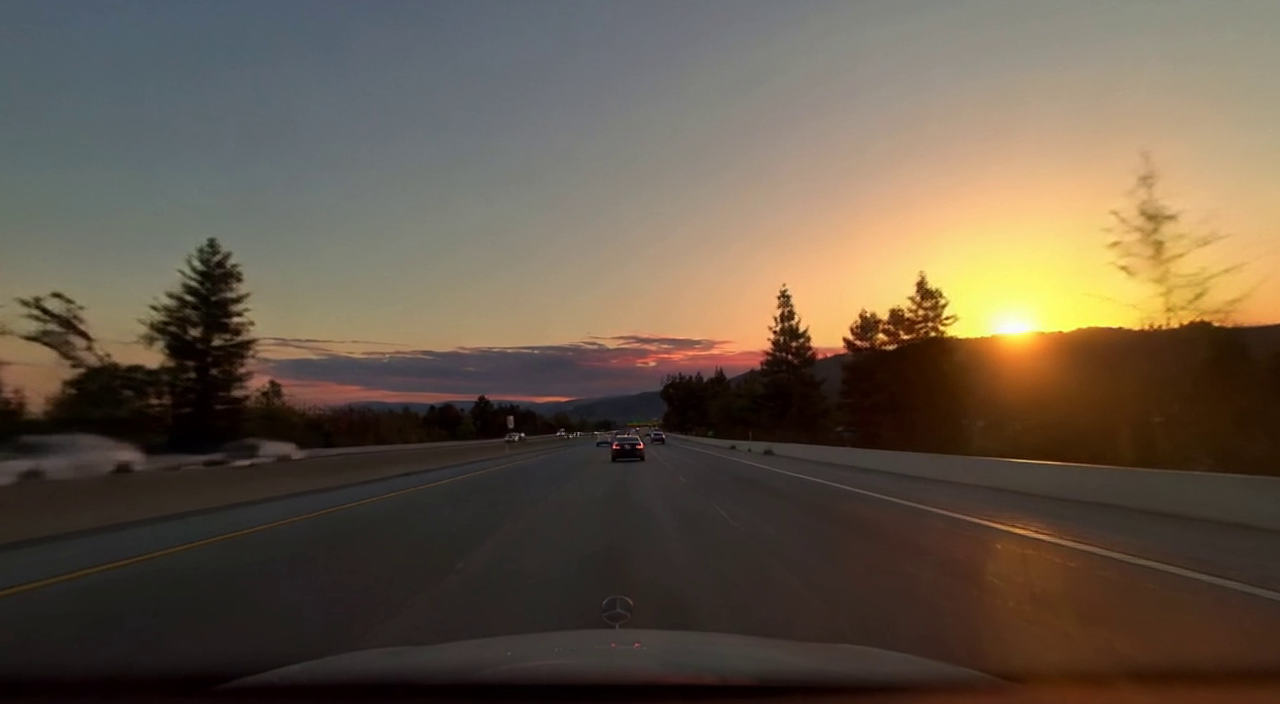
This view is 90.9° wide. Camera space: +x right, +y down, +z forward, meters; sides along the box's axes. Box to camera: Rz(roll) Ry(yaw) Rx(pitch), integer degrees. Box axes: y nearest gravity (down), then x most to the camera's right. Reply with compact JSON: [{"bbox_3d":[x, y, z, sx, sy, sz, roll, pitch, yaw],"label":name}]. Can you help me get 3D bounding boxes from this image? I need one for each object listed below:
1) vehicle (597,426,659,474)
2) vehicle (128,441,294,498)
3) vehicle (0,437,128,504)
[{"bbox_3d":[-0.426,3.561,23.079,2.094,1.600,3.666,0,-8,-1],"label":"vehicle"},{"bbox_3d":[-12.561,3.413,18.875,1.907,1.444,4.397,0,-8,-1],"label":"vehicle"},{"bbox_3d":[-16.273,3.044,16.666,2.034,1.584,4.118,0,-8,-1],"label":"vehicle"}]
